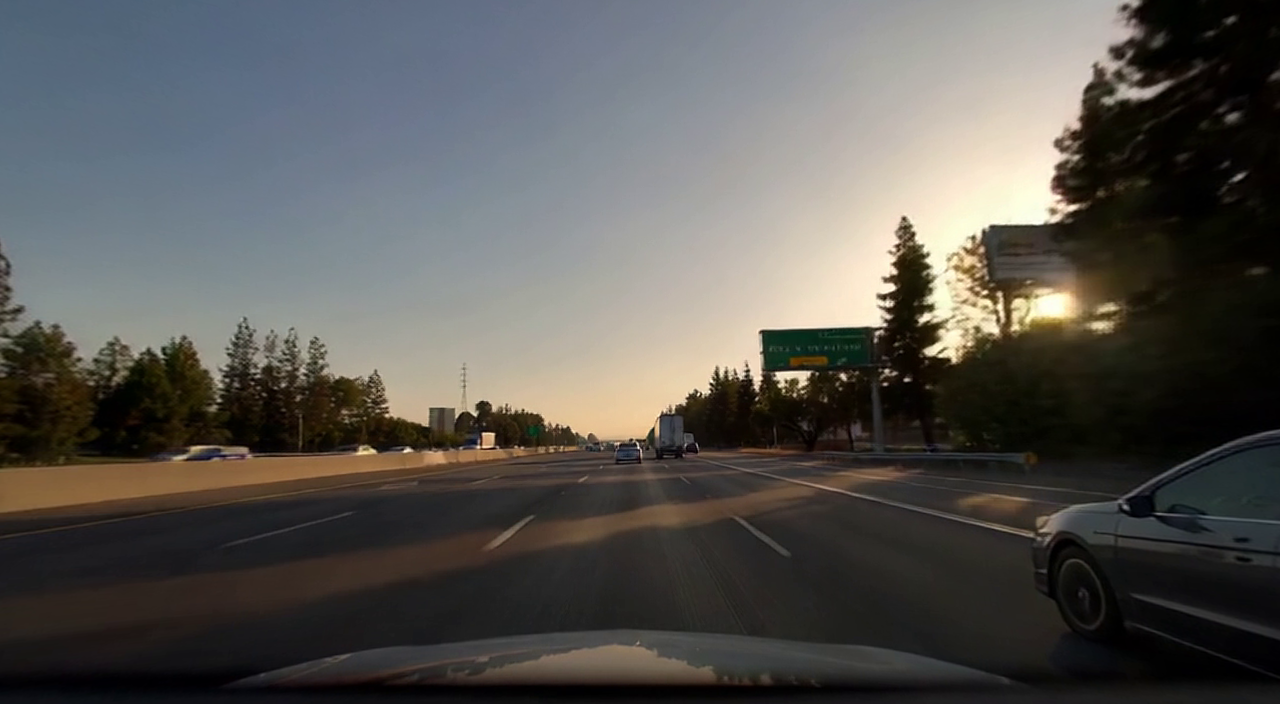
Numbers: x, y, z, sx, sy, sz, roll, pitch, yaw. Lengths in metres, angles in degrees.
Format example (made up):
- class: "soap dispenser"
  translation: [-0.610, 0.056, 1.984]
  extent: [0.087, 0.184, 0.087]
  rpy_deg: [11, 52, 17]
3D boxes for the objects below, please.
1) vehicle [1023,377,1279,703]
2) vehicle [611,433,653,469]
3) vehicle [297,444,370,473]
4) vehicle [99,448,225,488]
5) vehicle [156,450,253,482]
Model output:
- class: "vehicle"
  translation: [3.572, 0.820, 1.995]
  extent: [1.950, 1.596, 4.326]
  rpy_deg: [0, -8, -1]
- class: "vehicle"
  translation: [-0.474, 5.769, 36.972]
  extent: [2.297, 1.912, 4.355]
  rpy_deg: [0, -8, -1]
- class: "vehicle"
  translation: [-18.711, 6.488, 38.810]
  extent: [2.031, 1.618, 4.888]
  rpy_deg: [0, -8, 0]
- class: "vehicle"
  translation: [-26.134, 6.308, 34.943]
  extent: [2.228, 1.953, 6.010]
  rpy_deg: [0, -8, 0]
- class: "vehicle"
  translation: [-22.156, 5.786, 32.409]
  extent: [1.865, 1.461, 4.393]
  rpy_deg: [0, -8, 0]
